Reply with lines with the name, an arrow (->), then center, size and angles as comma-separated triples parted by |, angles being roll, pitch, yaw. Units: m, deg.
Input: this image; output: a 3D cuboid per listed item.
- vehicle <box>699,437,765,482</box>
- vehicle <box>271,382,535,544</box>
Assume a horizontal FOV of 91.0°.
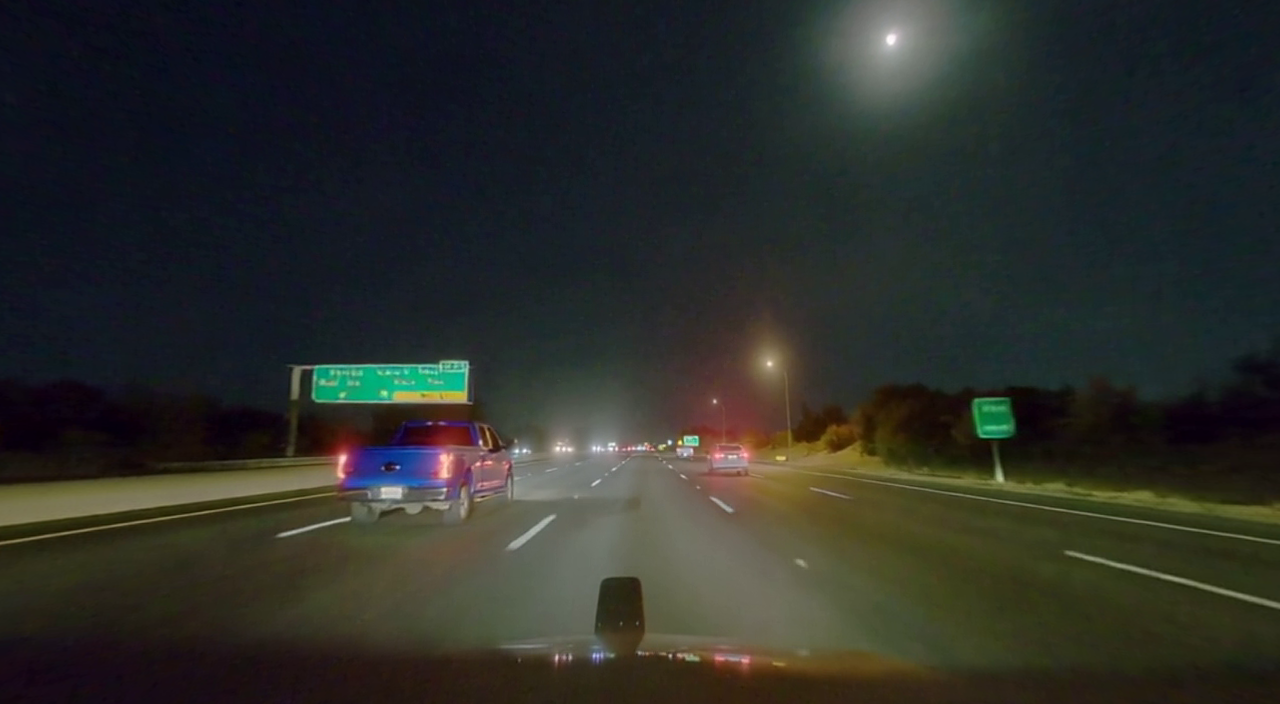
vehicle -> 3.675, 4.381, 25.939 | 2.095, 1.668, 4.135 | 0, -9, 0
vehicle -> -3.770, 1.989, 11.838 | 2.496, 2.203, 6.317 | 0, -9, 0
